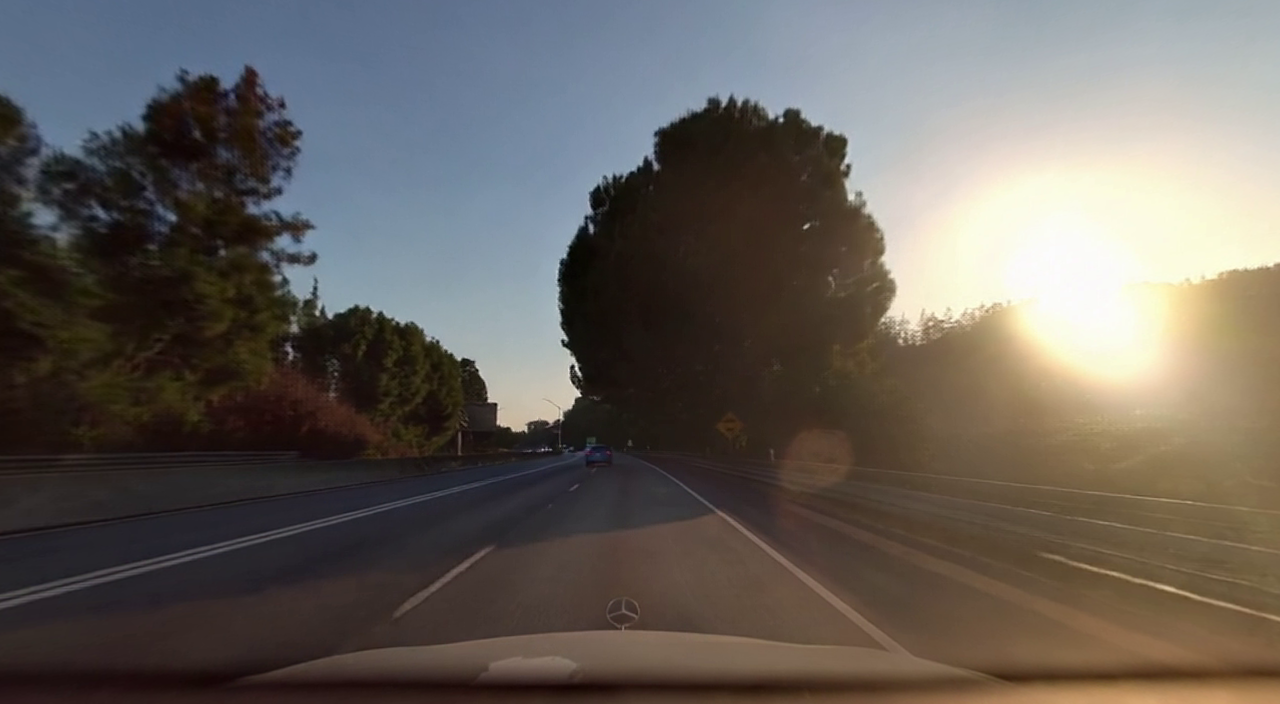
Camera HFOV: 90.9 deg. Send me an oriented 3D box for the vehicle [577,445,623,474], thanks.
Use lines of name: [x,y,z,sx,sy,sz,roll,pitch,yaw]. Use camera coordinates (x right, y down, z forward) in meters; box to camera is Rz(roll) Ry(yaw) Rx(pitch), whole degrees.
vehicle: [-2.078,5.742,33.944,2.126,1.411,4.433,0,-9,1]
